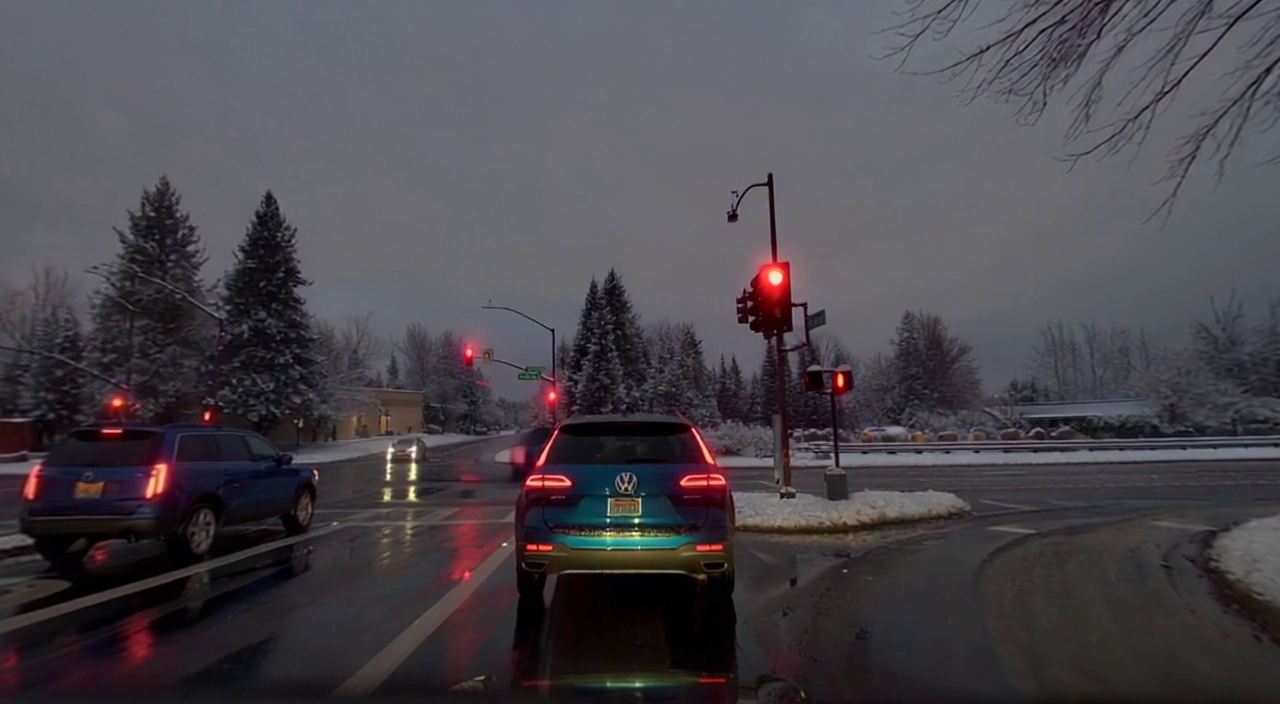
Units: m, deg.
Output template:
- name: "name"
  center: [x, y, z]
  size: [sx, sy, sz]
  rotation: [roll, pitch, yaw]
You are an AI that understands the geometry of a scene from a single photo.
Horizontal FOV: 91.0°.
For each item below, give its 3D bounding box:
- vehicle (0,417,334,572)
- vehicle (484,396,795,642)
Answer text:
- name: "vehicle"
  center: [-6.392, 1.899, 9.151]
  size: [2.020, 1.695, 4.187]
  rotation: [1, -9, -5]
- name: "vehicle"
  center: [-0.152, 1.458, 6.514]
  size: [2.154, 1.670, 4.140]
  rotation: [1, -9, -5]
